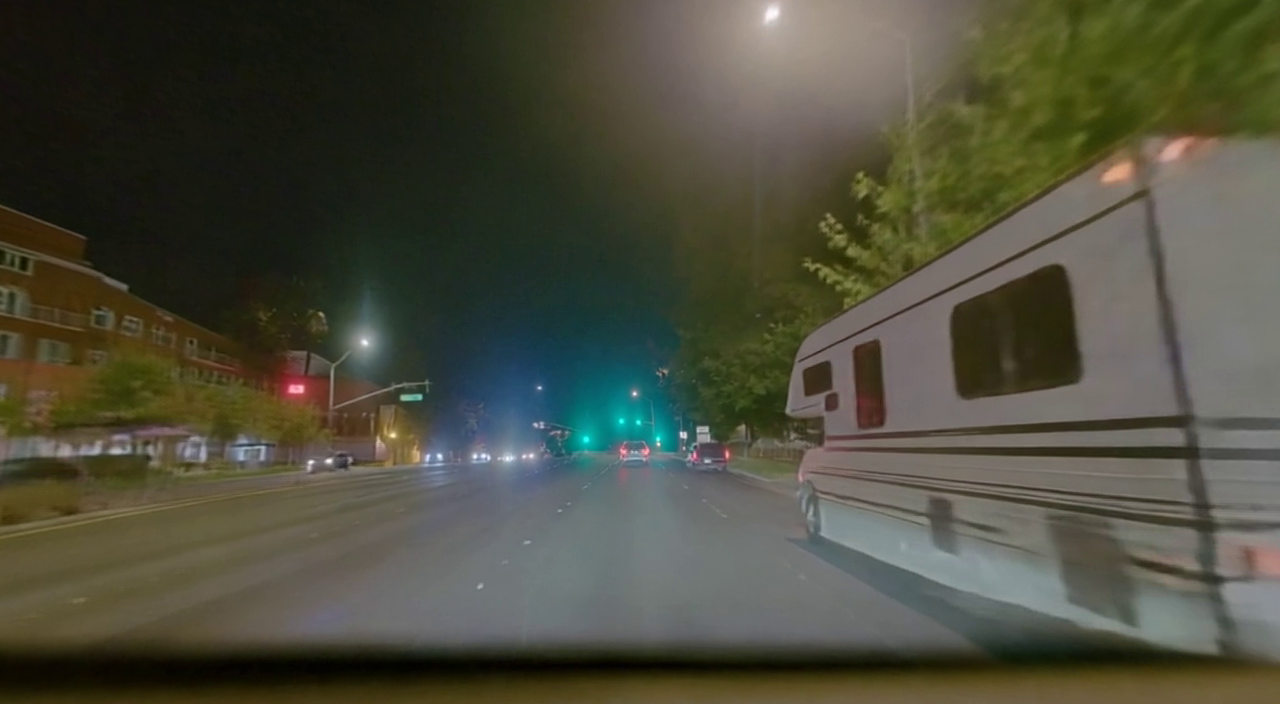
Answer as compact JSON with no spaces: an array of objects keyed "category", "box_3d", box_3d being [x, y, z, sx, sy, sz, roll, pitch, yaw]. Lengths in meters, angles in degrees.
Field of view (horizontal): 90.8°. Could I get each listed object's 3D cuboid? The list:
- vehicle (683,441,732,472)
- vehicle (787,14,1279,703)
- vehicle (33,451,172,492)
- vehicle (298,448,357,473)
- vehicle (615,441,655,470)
[{"category":"vehicle","box_3d":[3.698,5.806,35.389,2.060,1.611,4.675,0,-9,-2]},{"category":"vehicle","box_3d":[3.967,0.655,6.510,2.924,3.250,7.780,-1,-9,0]},{"category":"vehicle","box_3d":[-25.597,5.657,30.435,2.013,1.744,5.354,0,-9,-1]},{"category":"vehicle","box_3d":[-22.100,7.639,44.814,1.959,1.683,4.406,0,-9,-1]},{"category":"vehicle","box_3d":[-0.325,5.781,35.376,2.103,1.506,4.742,0,-9,-1]}]
